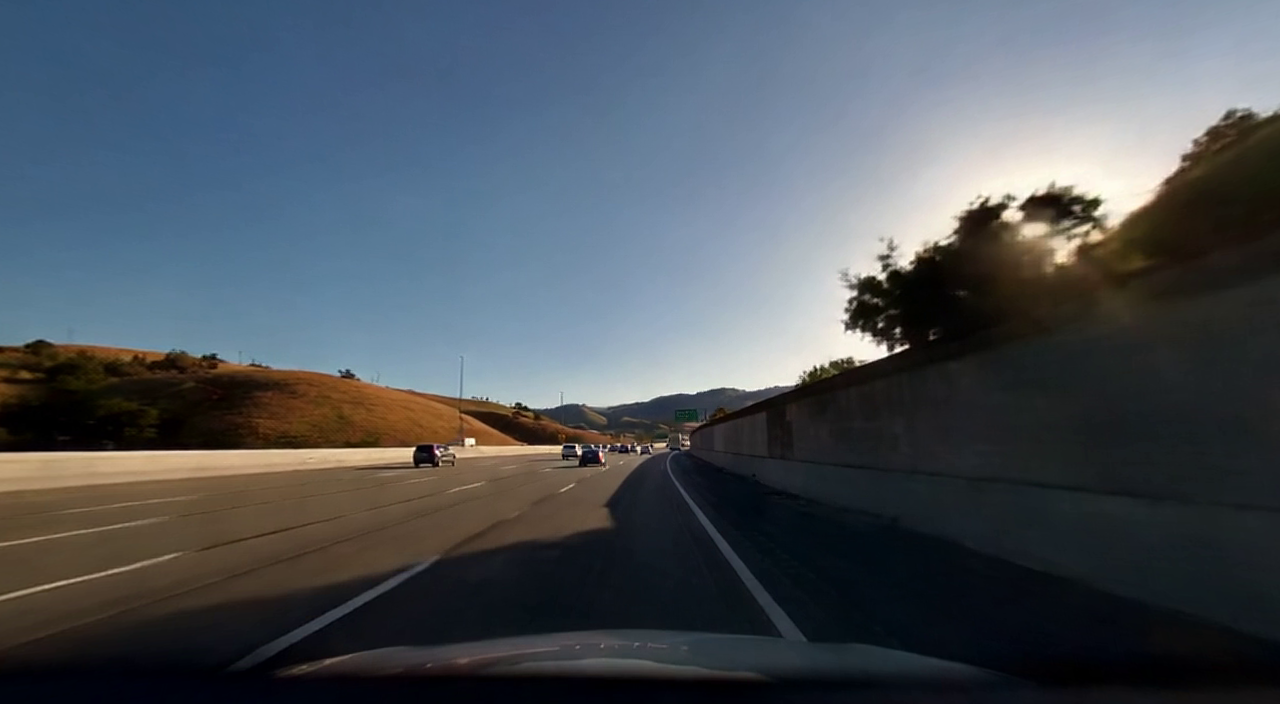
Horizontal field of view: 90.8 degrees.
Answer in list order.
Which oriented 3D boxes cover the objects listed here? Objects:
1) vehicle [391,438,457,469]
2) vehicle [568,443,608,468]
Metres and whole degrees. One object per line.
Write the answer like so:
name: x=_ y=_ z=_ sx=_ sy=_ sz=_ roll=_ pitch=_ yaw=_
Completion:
vehicle: x=-12.914 y=6.099 z=38.154 sx=2.076 sy=1.766 sz=4.831 roll=-1 pitch=-8 yaw=2
vehicle: x=-3.190 y=6.452 z=39.516 sx=1.931 sy=1.492 sz=4.076 roll=-1 pitch=-8 yaw=3
